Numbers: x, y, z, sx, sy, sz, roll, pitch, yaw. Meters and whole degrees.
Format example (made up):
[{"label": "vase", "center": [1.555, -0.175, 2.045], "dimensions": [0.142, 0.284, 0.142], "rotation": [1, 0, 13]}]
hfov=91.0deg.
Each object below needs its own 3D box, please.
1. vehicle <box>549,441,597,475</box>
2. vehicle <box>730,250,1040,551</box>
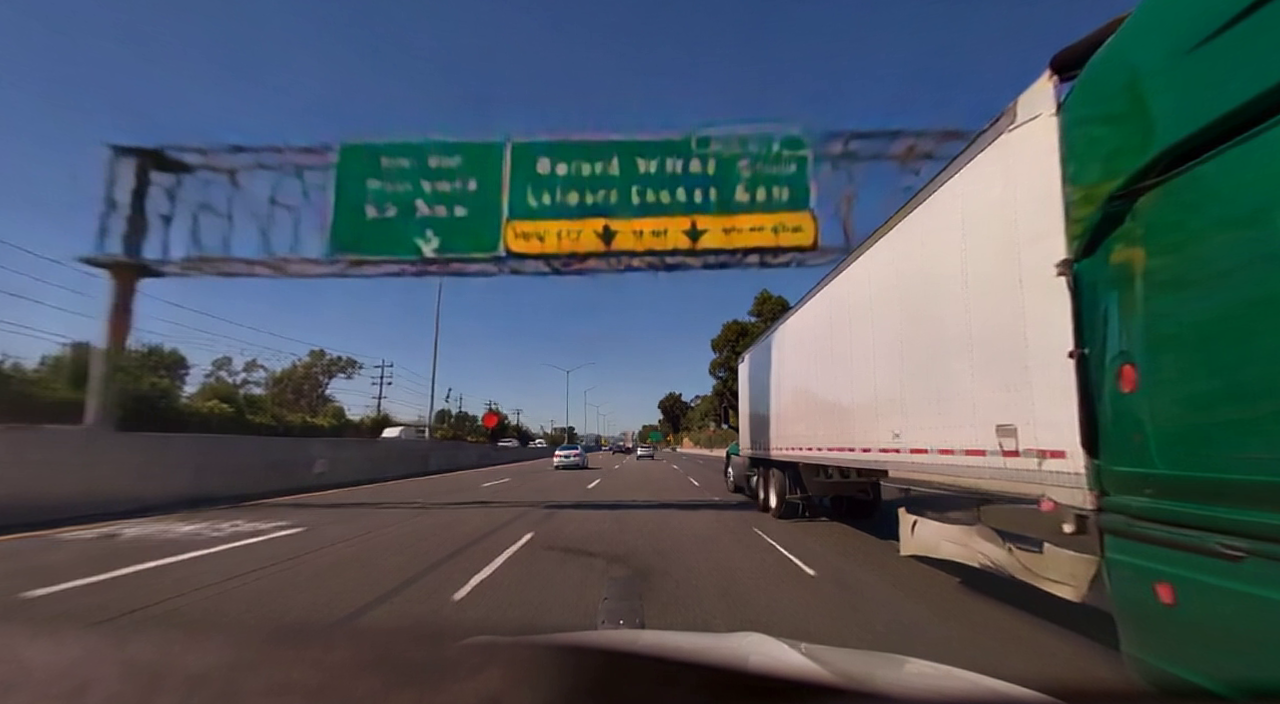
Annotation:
[{"label": "vehicle", "center": [-3.394, 5.486, 32.859], "dimensions": [2.000, 1.658, 4.155], "rotation": [0, -9, 1]}, {"label": "vehicle", "center": [3.734, 1.122, 12.060], "dimensions": [3.042, 4.037, 7.253], "rotation": [0, -9, 1]}]
